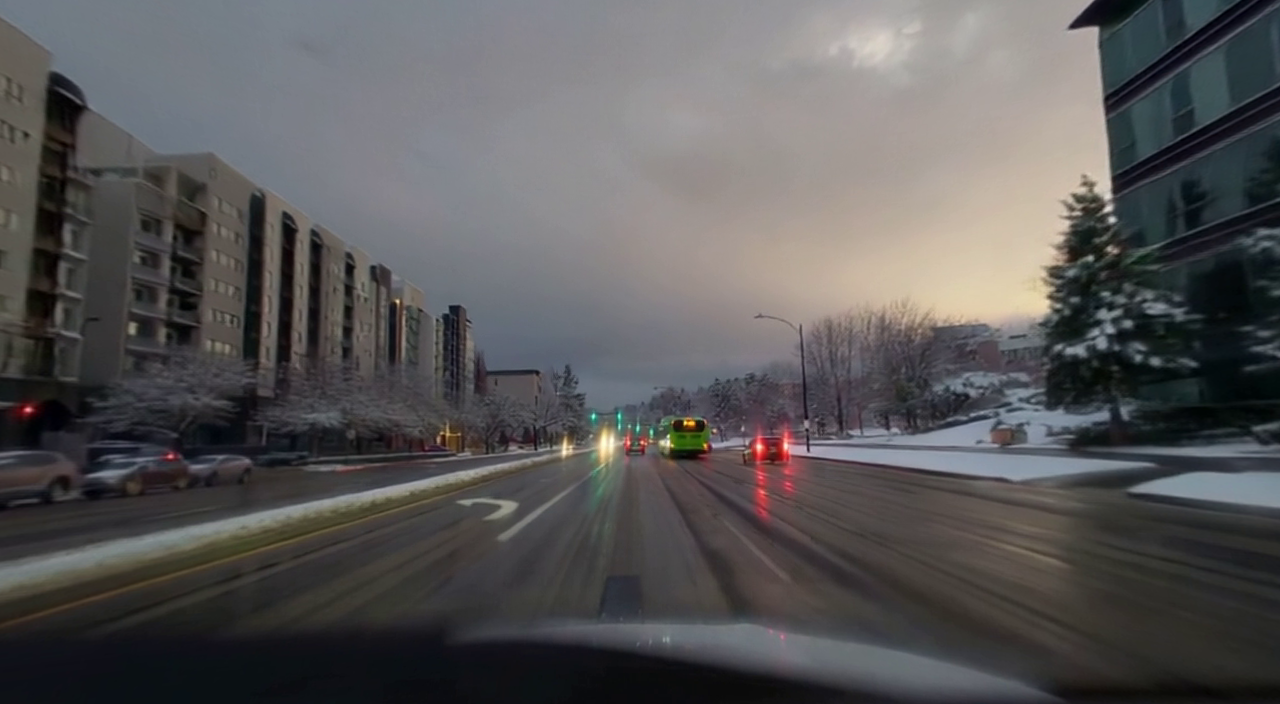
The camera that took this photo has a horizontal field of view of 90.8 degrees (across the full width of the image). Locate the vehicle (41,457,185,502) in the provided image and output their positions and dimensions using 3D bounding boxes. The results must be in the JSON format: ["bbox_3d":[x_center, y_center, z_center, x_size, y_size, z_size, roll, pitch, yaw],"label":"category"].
[{"bbox_3d":[-18.900,4.558,22.970,1.685,1.426,4.247,0,-9,-2],"label":"vehicle"}]

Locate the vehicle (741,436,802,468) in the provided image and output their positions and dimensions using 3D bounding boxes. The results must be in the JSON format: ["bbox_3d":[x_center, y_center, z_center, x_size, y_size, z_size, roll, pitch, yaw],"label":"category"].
[{"bbox_3d":[6.520,5.026,31.846,1.992,1.447,4.414,0,-9,-2],"label":"vehicle"}]

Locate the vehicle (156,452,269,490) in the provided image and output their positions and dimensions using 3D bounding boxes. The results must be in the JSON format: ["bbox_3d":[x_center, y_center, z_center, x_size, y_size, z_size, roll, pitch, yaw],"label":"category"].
[{"bbox_3d":[-18.720,5.196,27.962,1.861,1.499,4.605,0,-9,-1],"label":"vehicle"}]
